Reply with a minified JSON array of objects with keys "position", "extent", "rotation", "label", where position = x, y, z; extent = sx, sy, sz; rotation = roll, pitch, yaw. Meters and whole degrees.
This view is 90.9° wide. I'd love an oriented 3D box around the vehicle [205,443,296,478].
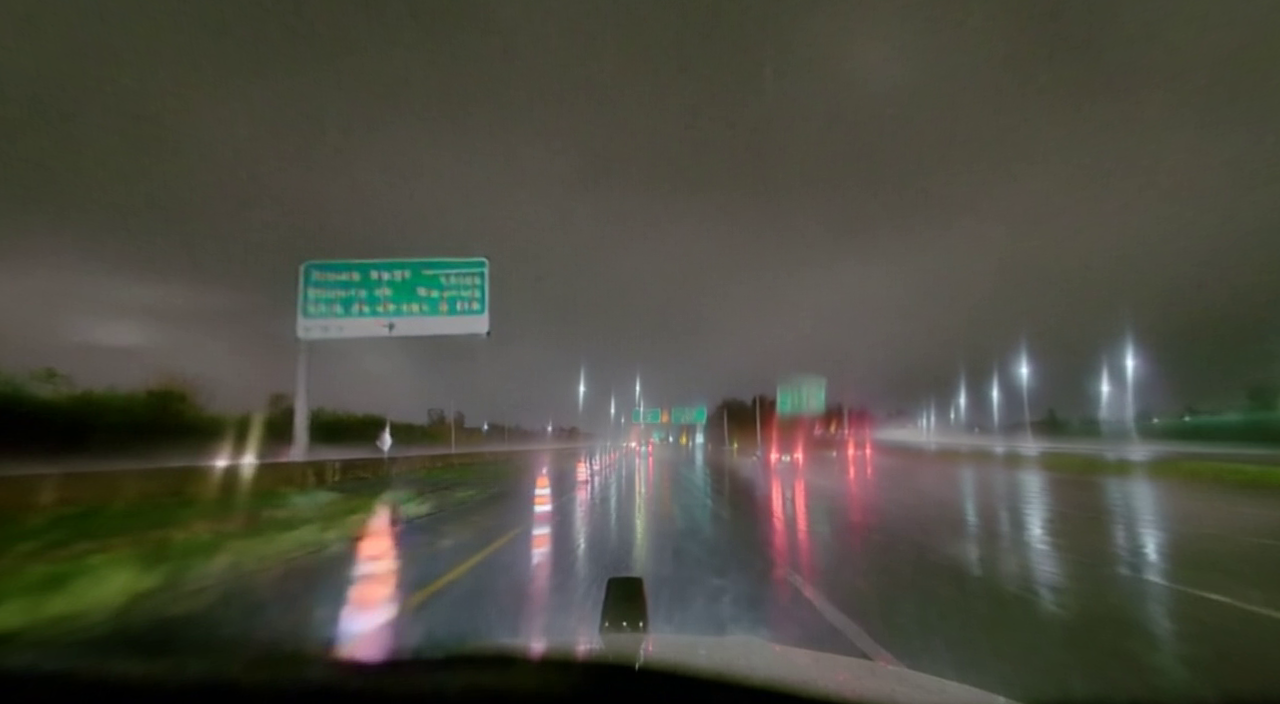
[{"position":[-20.200,5.604,32.946],"extent":[1.997,1.666,4.212],"rotation":[0,-8,0],"label":"vehicle"}]
